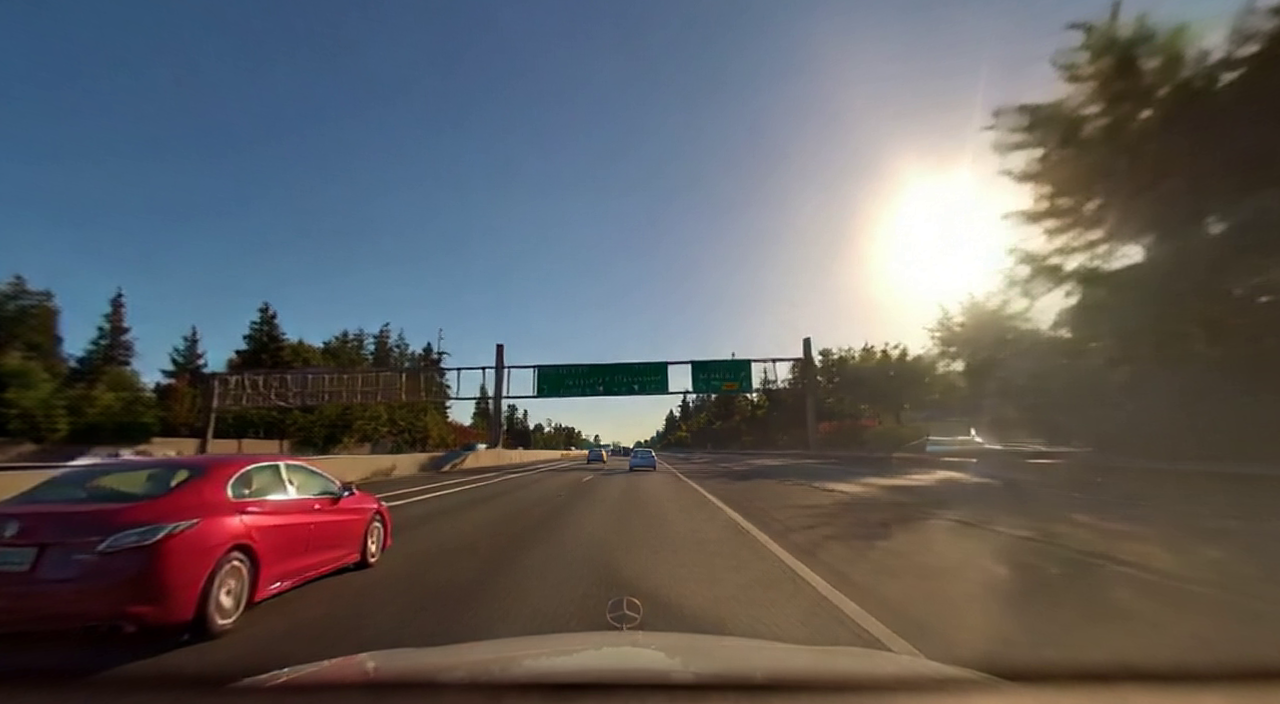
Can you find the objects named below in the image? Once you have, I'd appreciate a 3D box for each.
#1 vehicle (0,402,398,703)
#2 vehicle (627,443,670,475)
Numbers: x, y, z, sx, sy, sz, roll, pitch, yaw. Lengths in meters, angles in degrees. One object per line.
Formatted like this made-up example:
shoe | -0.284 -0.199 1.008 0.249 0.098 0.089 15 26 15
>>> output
vehicle | -3.747 1.281 4.885 2.062 1.474 4.151 0 -9 0
vehicle | 0.385 5.310 31.419 2.002 1.449 3.612 0 -9 0
